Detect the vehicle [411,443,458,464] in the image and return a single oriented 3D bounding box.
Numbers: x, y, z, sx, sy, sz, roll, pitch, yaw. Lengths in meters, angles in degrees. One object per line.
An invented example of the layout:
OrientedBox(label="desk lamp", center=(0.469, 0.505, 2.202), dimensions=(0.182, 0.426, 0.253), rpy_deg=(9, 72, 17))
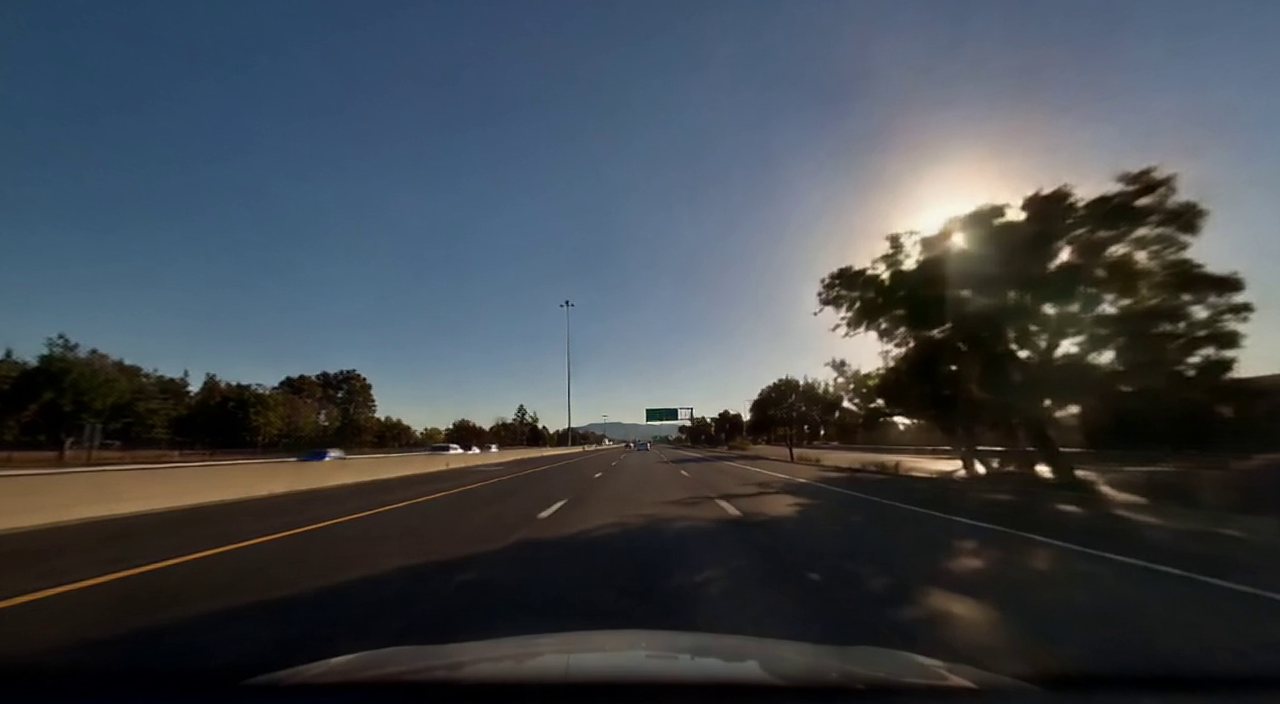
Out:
OrientedBox(label="vehicle", center=(-15.591, 7.718, 48.100), dimensions=(2.003, 1.470, 4.450), rpy_deg=(0, -8, 1))

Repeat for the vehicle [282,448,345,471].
OrientedBox(label="vehicle", center=(-22.911, 7.542, 44.507), dimensions=(1.940, 1.482, 4.652), rpy_deg=(0, -8, 1))
